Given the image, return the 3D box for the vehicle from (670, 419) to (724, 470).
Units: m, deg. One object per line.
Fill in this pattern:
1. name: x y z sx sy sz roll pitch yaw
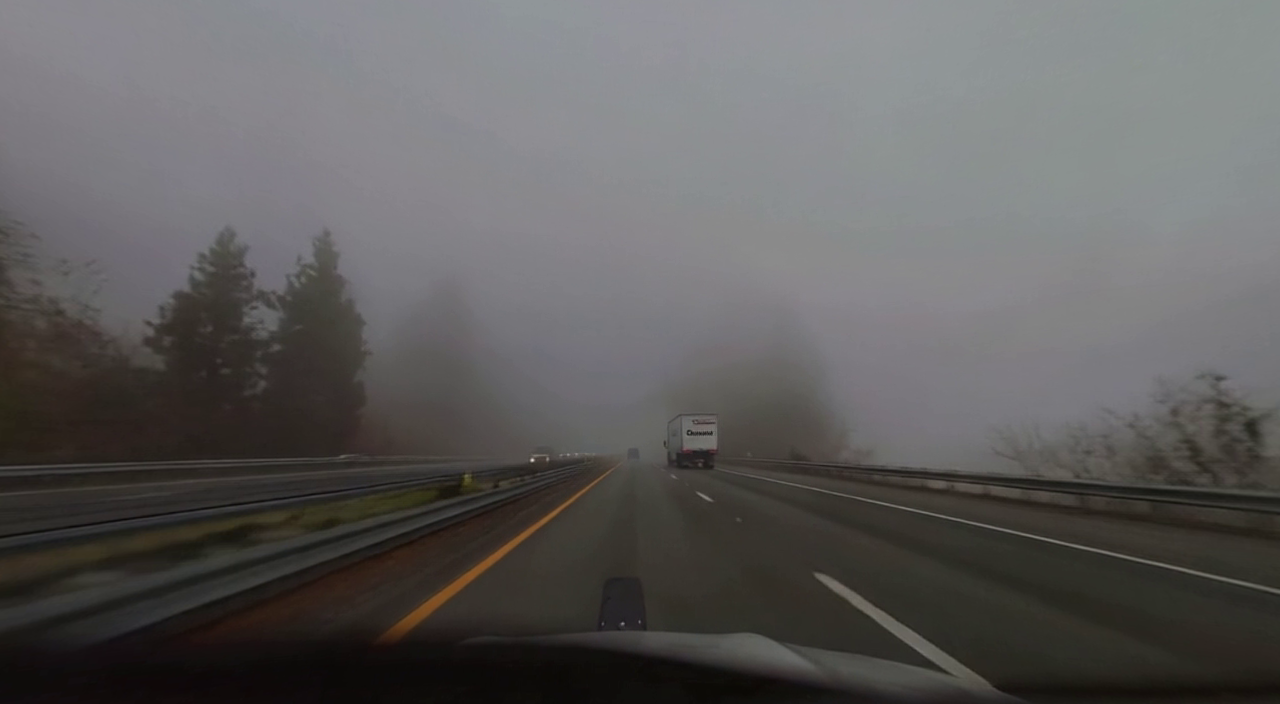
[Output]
1. vehicle: 4.137 7.220 48.782 2.876 3.419 11.591 0 -9 -1
